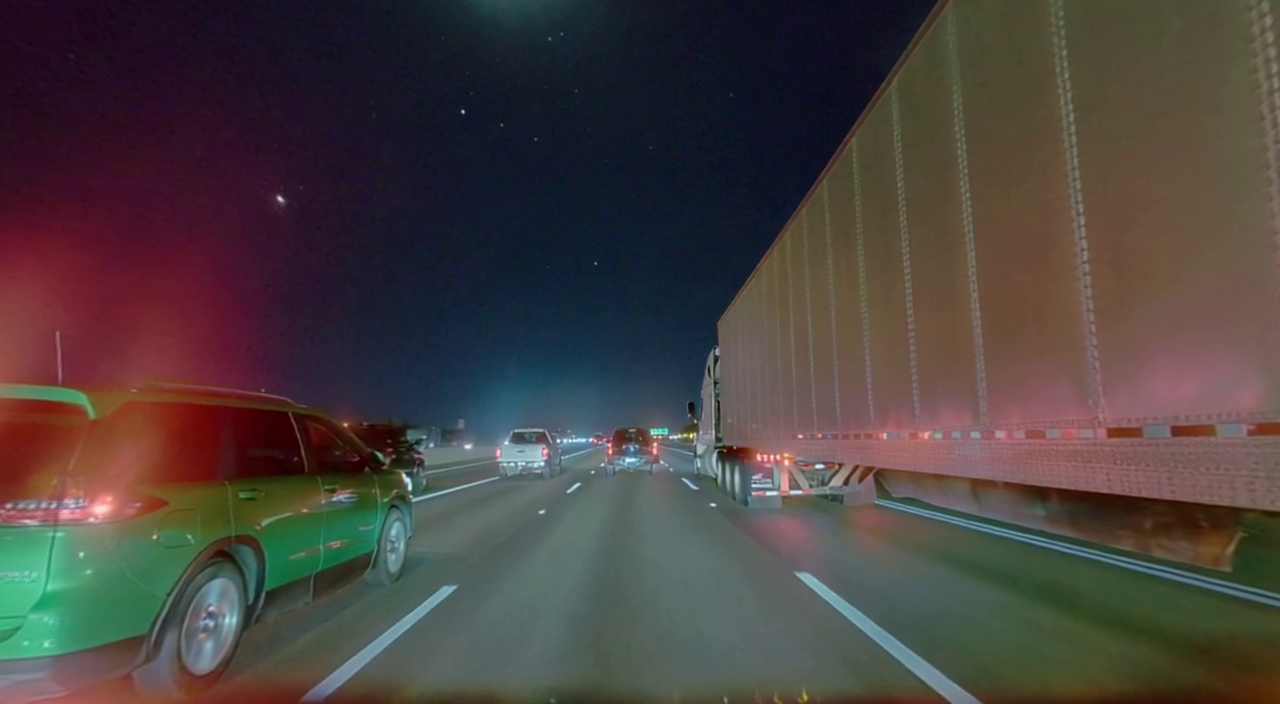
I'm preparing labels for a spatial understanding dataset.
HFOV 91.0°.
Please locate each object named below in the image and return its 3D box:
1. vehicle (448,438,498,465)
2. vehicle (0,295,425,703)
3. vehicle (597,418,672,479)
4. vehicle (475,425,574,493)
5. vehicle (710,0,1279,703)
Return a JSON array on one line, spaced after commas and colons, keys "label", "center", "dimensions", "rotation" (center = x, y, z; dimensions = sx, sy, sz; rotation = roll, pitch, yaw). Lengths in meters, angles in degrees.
[{"label": "vehicle", "center": [-11.256, 6.720, 42.713], "dimensions": [1.955, 1.688, 4.793], "rotation": [0, -8, 1]}, {"label": "vehicle", "center": [-3.304, 0.982, 3.936], "dimensions": [2.193, 1.803, 4.958], "rotation": [0, -8, -1]}, {"label": "vehicle", "center": [-0.220, 3.949, 25.971], "dimensions": [2.704, 2.216, 5.804], "rotation": [0, -8, 0]}, {"label": "vehicle", "center": [-3.356, 3.213, 19.250], "dimensions": [2.120, 1.812, 4.659], "rotation": [0, -8, 0]}, {"label": "vehicle", "center": [3.492, 0.760, 10.130], "dimensions": [2.852, 4.121, 16.210], "rotation": [0, -8, 0]}]
